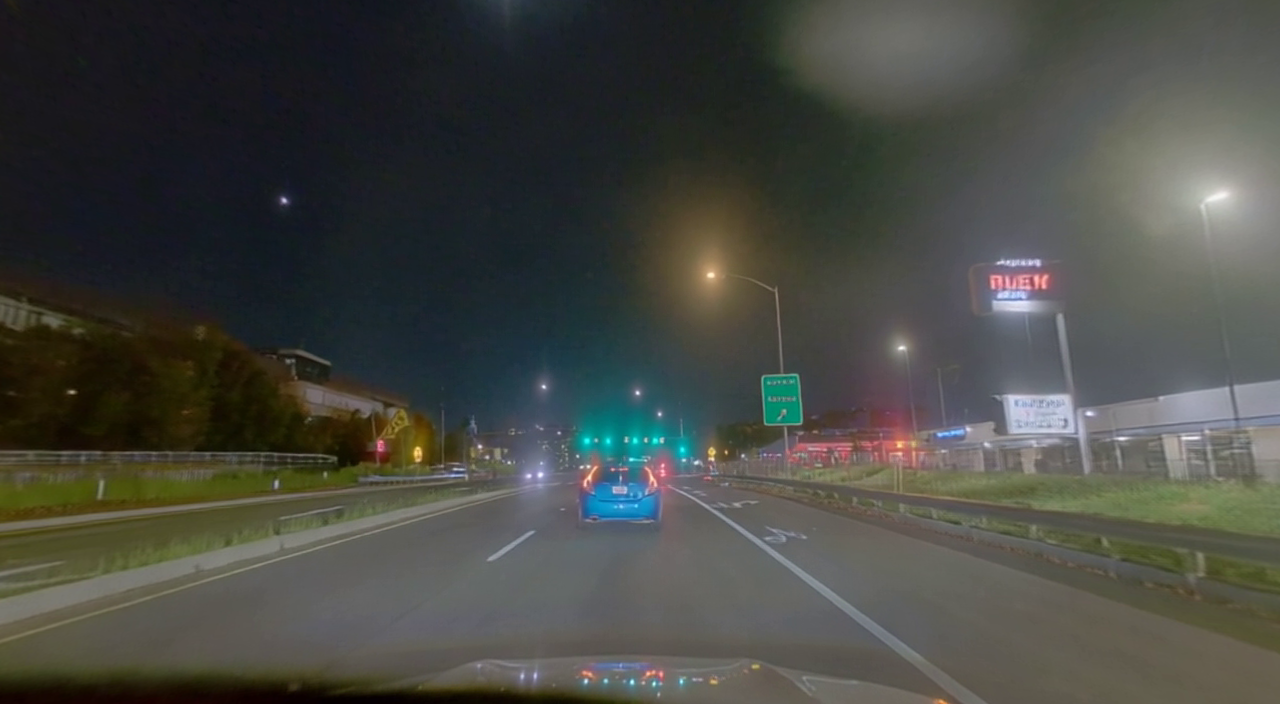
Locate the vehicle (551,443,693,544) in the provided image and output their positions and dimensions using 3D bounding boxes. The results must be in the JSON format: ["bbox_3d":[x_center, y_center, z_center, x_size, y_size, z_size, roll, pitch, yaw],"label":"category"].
[{"bbox_3d":[-0.280,2.376,11.210,2.063,1.442,3.933,0,-9,0],"label":"vehicle"}]
